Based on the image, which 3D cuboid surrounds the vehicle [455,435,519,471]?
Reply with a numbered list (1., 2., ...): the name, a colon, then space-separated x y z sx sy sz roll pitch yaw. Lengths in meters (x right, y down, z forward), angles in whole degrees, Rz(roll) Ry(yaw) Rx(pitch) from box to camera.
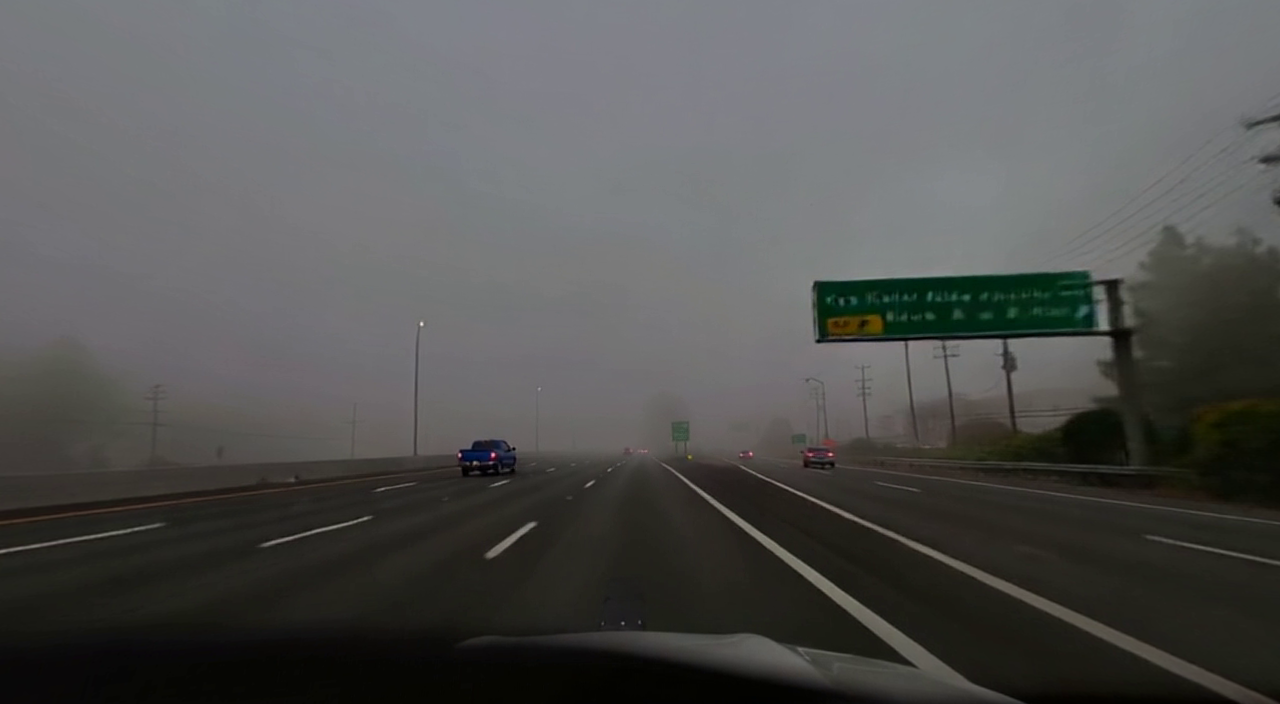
1. vehicle: -10.124 6.781 42.221 2.667 2.213 6.081 0 -8 1
